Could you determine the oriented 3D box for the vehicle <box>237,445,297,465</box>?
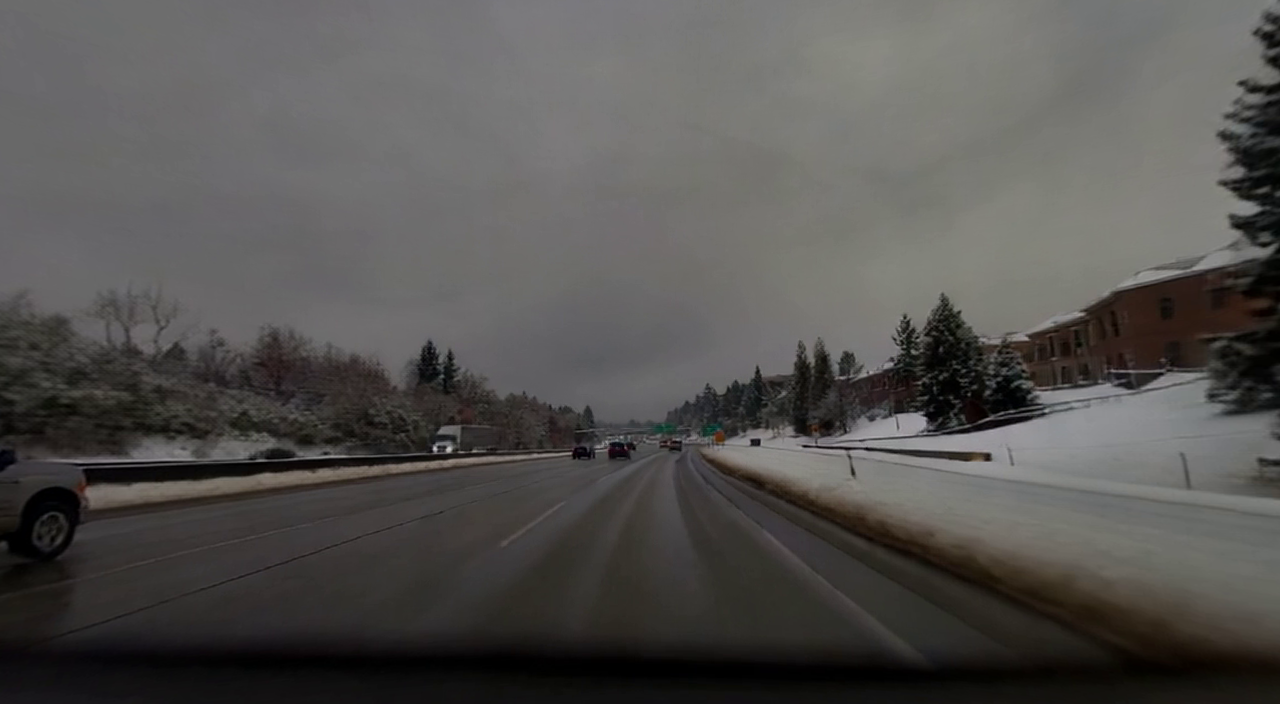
[{"bbox_3d":[-28.548,7.873,48.418,1.781,1.462,4.366,-1,-8,3],"label":"vehicle"}]

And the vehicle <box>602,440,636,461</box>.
[{"bbox_3d":[-1.504,7.295,46.844,2.112,1.489,4.266,-1,-8,4],"label":"vehicle"}]

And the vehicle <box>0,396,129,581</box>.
[{"bbox_3d":[-6.661,1.060,4.514,1.923,1.630,4.857,0,-8,0],"label":"vehicle"}]
